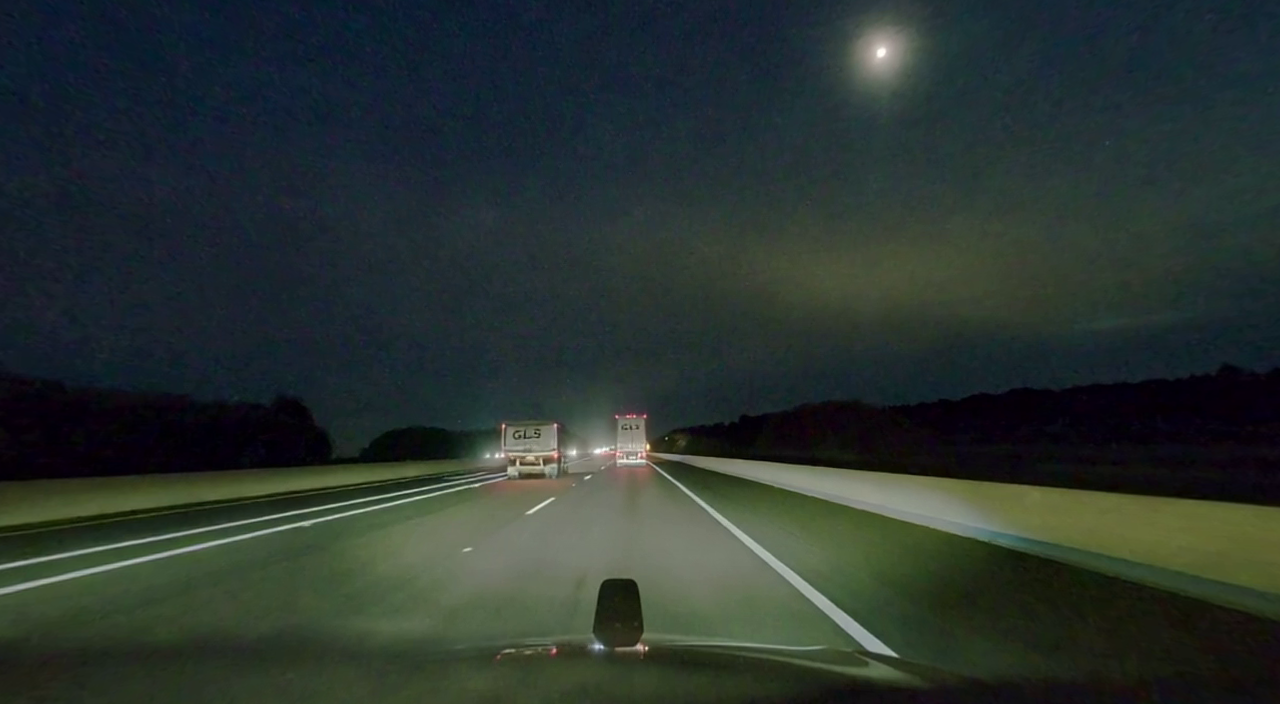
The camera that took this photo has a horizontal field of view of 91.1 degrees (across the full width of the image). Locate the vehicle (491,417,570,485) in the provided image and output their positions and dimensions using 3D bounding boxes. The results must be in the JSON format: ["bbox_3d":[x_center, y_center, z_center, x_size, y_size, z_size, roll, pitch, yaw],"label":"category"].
[{"bbox_3d":[-4.757,4.444,28.388,2.529,2.697,5.935,0,-9,0],"label":"vehicle"}]
